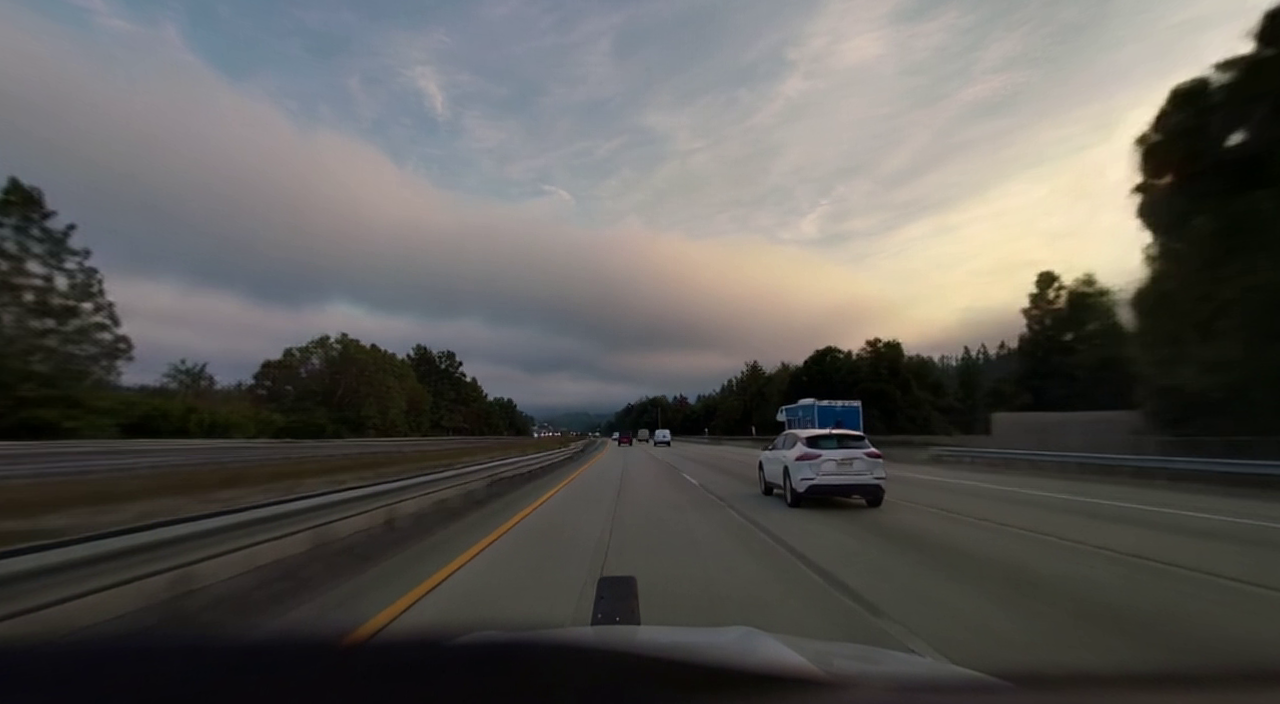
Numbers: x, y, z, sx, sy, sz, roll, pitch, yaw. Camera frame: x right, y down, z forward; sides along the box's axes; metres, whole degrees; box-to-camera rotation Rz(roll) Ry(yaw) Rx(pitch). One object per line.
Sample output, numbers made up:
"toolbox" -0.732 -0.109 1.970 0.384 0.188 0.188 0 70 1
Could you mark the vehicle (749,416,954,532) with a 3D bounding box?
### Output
"vehicle" 3.243 1.939 10.605 2.002 1.569 3.845 0 -8 -2
